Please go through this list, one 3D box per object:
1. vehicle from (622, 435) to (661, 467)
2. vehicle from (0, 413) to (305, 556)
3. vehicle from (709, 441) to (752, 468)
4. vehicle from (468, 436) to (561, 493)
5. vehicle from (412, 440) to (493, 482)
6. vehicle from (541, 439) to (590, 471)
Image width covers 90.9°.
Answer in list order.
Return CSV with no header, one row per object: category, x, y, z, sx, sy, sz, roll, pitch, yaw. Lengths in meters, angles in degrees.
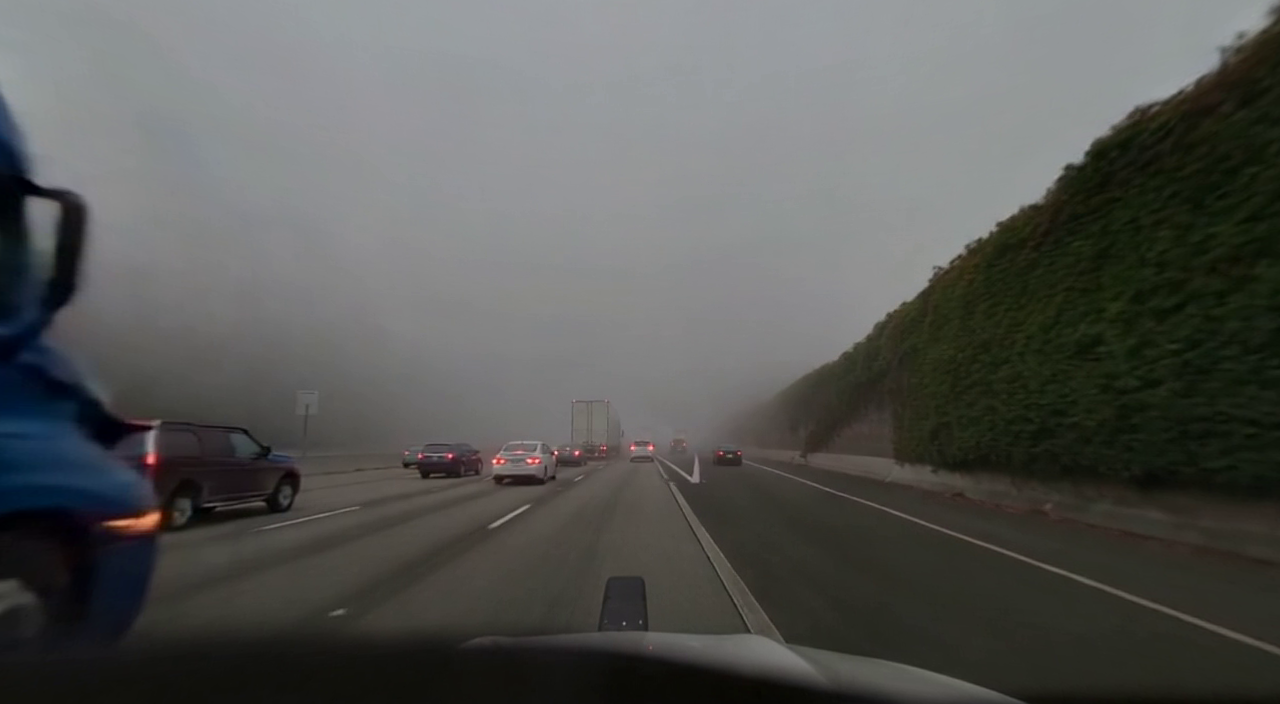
vehicle,0.113,6.213,39.743,2.325,1.864,4.128,0,-8,1
vehicle,-7.661,1.989,10.227,2.011,1.789,4.352,0,-8,0
vehicle,5.303,6.029,37.392,2.176,1.493,3.955,0,-8,3
vehicle,-3.815,3.494,20.011,1.866,1.568,4.603,0,-8,2
vehicle,-7.566,4.416,25.856,1.967,1.555,4.161,0,-8,1
vehicle,-4.032,5.621,34.643,2.124,1.627,3.863,0,-8,1
